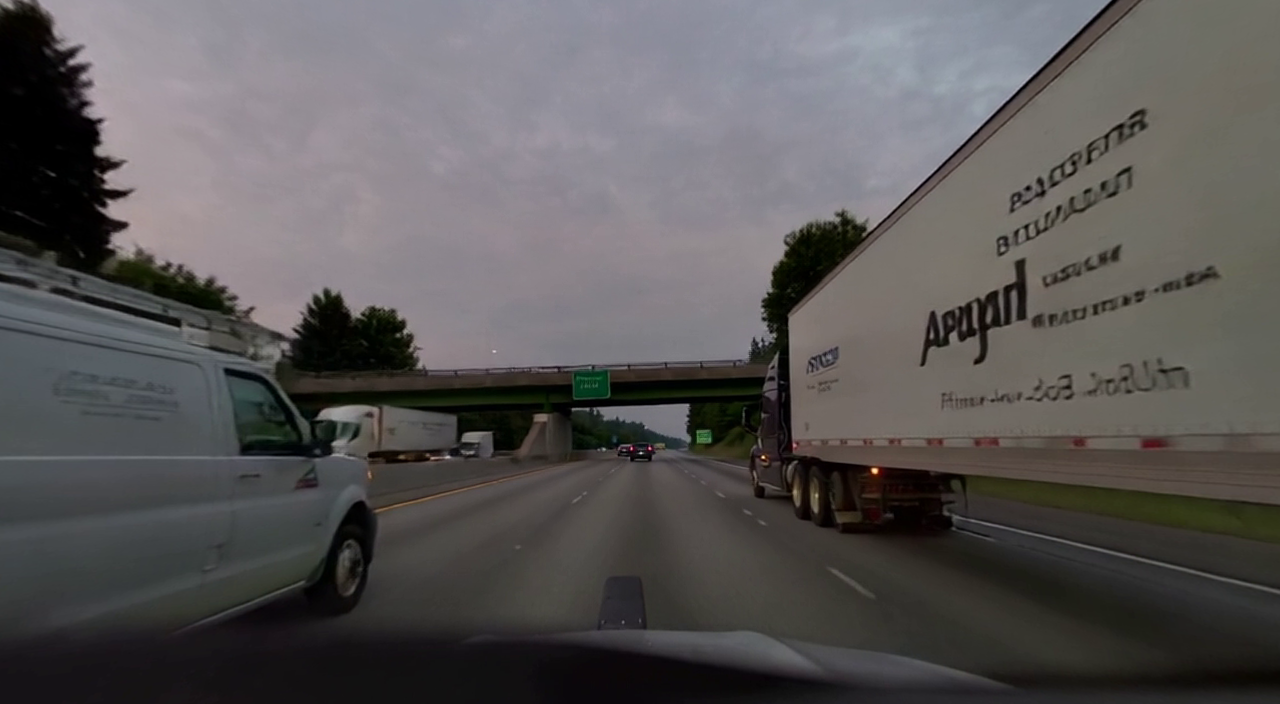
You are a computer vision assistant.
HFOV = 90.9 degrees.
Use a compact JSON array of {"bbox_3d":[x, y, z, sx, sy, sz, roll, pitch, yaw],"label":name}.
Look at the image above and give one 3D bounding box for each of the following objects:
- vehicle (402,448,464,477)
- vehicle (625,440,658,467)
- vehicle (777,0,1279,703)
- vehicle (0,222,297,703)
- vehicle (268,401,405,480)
[{"bbox_3d":[-11.156,5.954,34.273,1.893,1.467,4.354,0,-9,0],"label":"vehicle"},{"bbox_3d":[0.087,6.730,41.843,2.067,1.690,3.901,0,-9,0],"label":"vehicle"},{"bbox_3d":[4.384,0.140,5.948,3.011,4.028,13.890,0,-9,0],"label":"vehicle"},{"bbox_3d":[-3.250,0.374,0.572,2.572,1.927,5.803,0,-9,0],"label":"vehicle"},{"bbox_3d":[-15.022,4.552,32.085,2.856,3.511,7.972,0,-9,1],"label":"vehicle"}]
